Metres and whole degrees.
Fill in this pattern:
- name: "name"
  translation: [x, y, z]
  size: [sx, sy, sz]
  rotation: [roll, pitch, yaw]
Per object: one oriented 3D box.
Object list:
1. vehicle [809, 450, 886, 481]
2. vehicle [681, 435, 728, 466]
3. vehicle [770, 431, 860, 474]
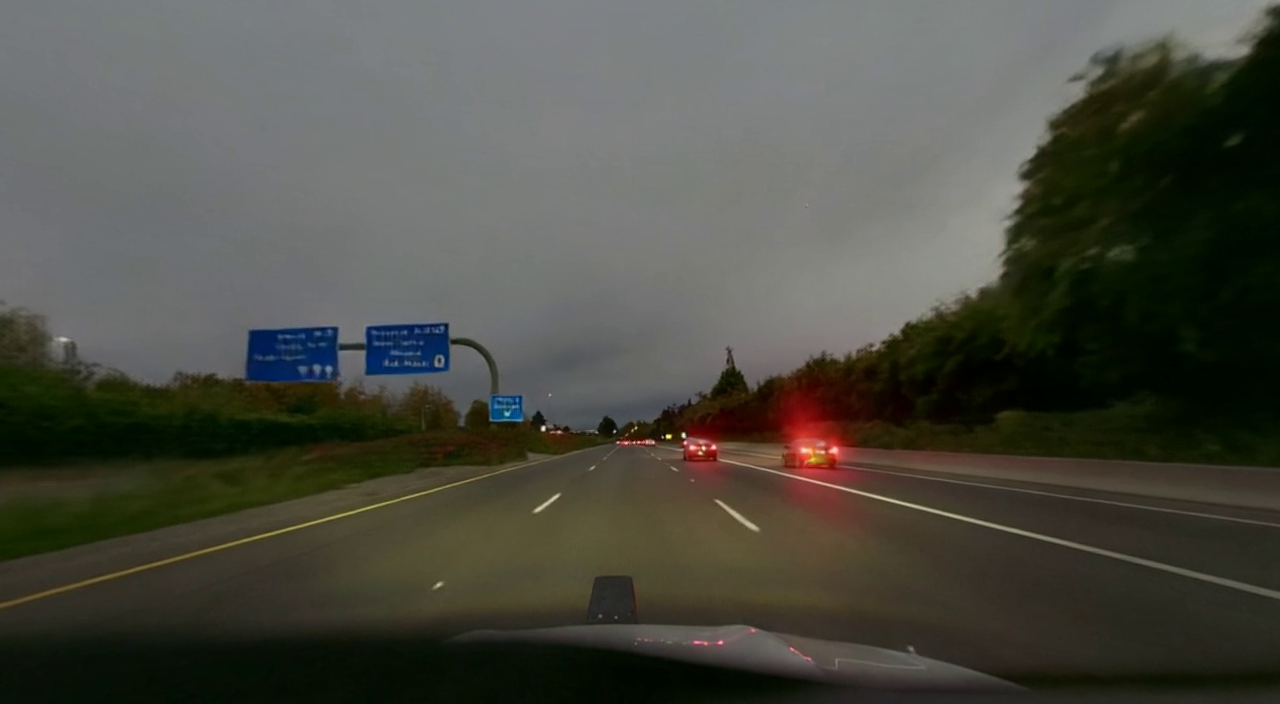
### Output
- name: "vehicle"
  translation: [6.865, 3.760, 21.077]
  size: [1.535, 0.862, 2.814]
  rotation: [0, -8, -2]
- name: "vehicle"
  translation: [3.179, 4.945, 31.843]
  size: [1.819, 1.468, 3.770]
  rotation: [0, -8, -2]
- name: "vehicle"
  translation: [6.754, 3.923, 24.947]
  size: [2.003, 1.522, 4.940]
  rotation: [0, -8, -1]
